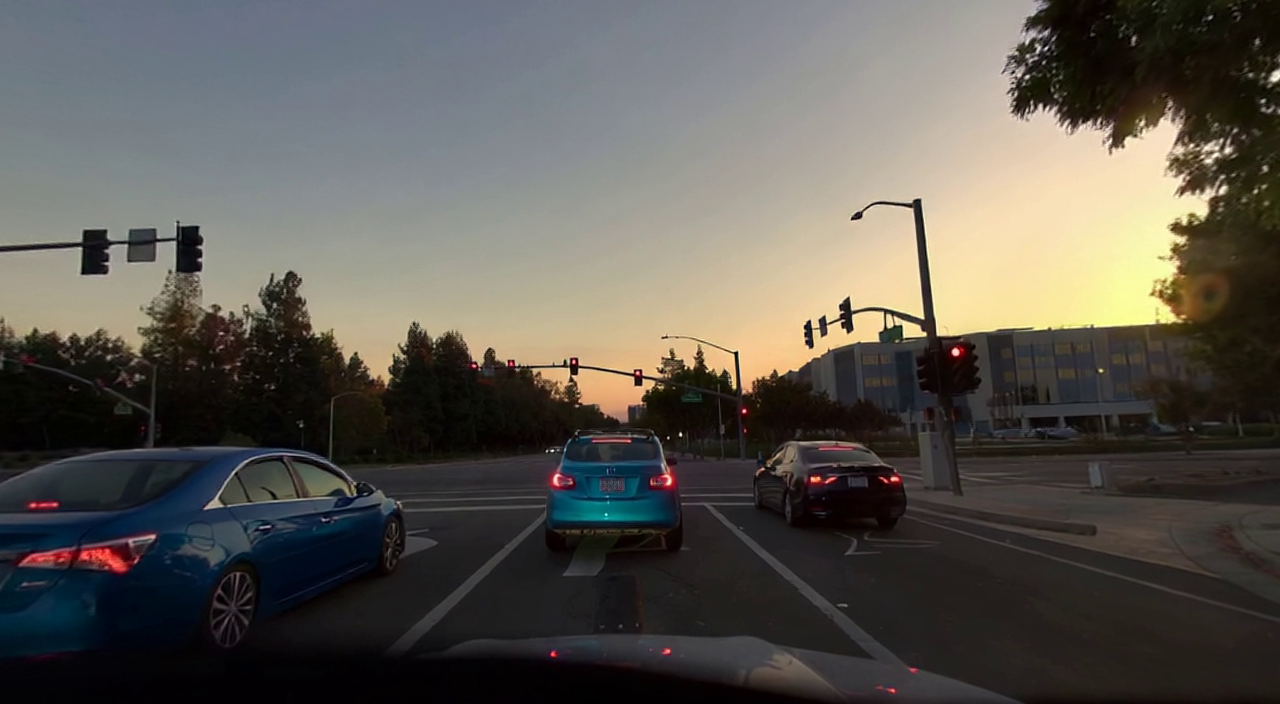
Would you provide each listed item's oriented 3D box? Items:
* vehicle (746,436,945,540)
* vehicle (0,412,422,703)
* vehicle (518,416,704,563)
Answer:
[{"bbox_3d":[3.275,2.247,11.175,1.970,1.449,4.433,0,-8,-1],"label":"vehicle"},{"bbox_3d":[-3.577,1.339,5.077,2.052,1.472,4.479,0,-8,0],"label":"vehicle"},{"bbox_3d":[-0.344,1.806,8.961,2.038,1.599,3.844,0,-8,-1],"label":"vehicle"}]
